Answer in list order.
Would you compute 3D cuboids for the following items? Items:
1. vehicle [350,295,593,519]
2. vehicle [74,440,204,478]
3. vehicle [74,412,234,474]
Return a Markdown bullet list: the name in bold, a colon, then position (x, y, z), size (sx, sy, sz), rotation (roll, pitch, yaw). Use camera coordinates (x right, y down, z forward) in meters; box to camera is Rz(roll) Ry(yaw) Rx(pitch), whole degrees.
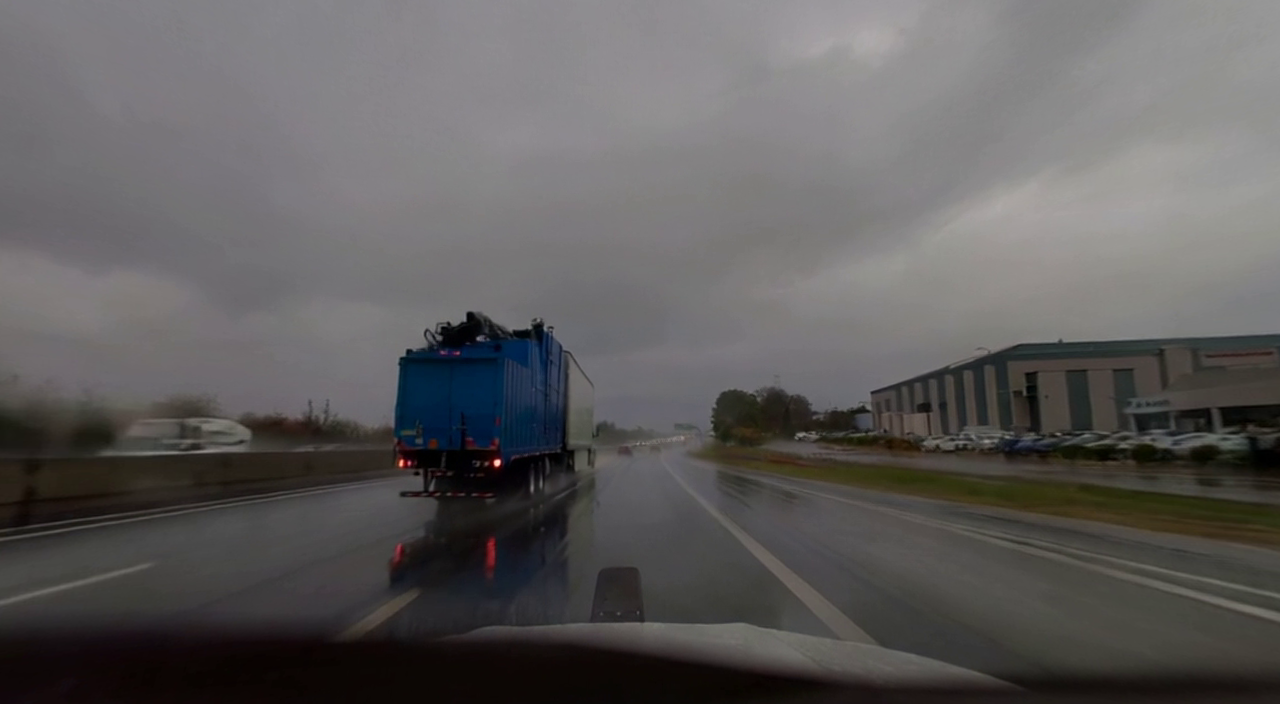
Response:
- **vehicle**: position (-3.669, 2.172, 19.765), size (2.939, 4.132, 16.303), rotation (0, -8, 1)
- **vehicle**: position (-27.871, 5.948, 35.497), size (2.226, 1.913, 6.054), rotation (0, -9, 1)
- **vehicle**: position (-31.755, 6.057, 42.027), size (2.917, 3.651, 9.445), rotation (0, -9, 1)
